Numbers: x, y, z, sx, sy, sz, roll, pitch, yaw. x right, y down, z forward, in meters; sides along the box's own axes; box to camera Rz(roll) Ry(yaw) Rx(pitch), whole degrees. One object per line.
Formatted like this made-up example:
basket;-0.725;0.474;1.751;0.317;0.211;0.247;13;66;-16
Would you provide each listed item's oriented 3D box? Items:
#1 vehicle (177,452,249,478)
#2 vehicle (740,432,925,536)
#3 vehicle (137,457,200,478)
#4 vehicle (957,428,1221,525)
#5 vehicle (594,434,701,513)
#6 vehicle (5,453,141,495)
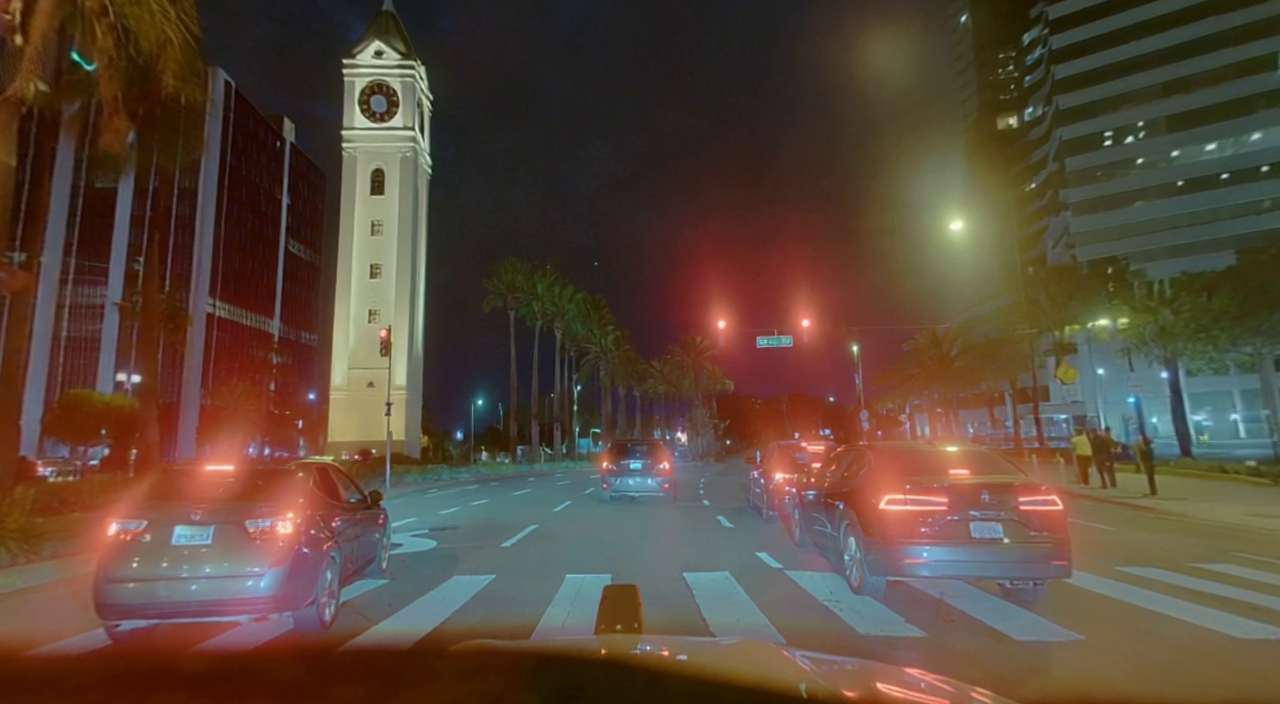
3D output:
vehicle;-30.729;8.102;45.471;1.946;1.696;4.595;0;-8;-1
vehicle;3.119;2.236;11.287;1.913;1.469;4.425;0;-9;0
vehicle;-36.849;9.004;49.307;1.700;1.527;4.445;1;-9;-4
vehicle;8.177;2.283;12.096;1.859;1.508;4.259;0;-9;-1
vehicle;0.171;2.617;14.013;2.048;1.503;3.681;0;-9;1
vehicle;-26.698;5.715;29.922;2.105;1.793;4.812;0;-9;-3
